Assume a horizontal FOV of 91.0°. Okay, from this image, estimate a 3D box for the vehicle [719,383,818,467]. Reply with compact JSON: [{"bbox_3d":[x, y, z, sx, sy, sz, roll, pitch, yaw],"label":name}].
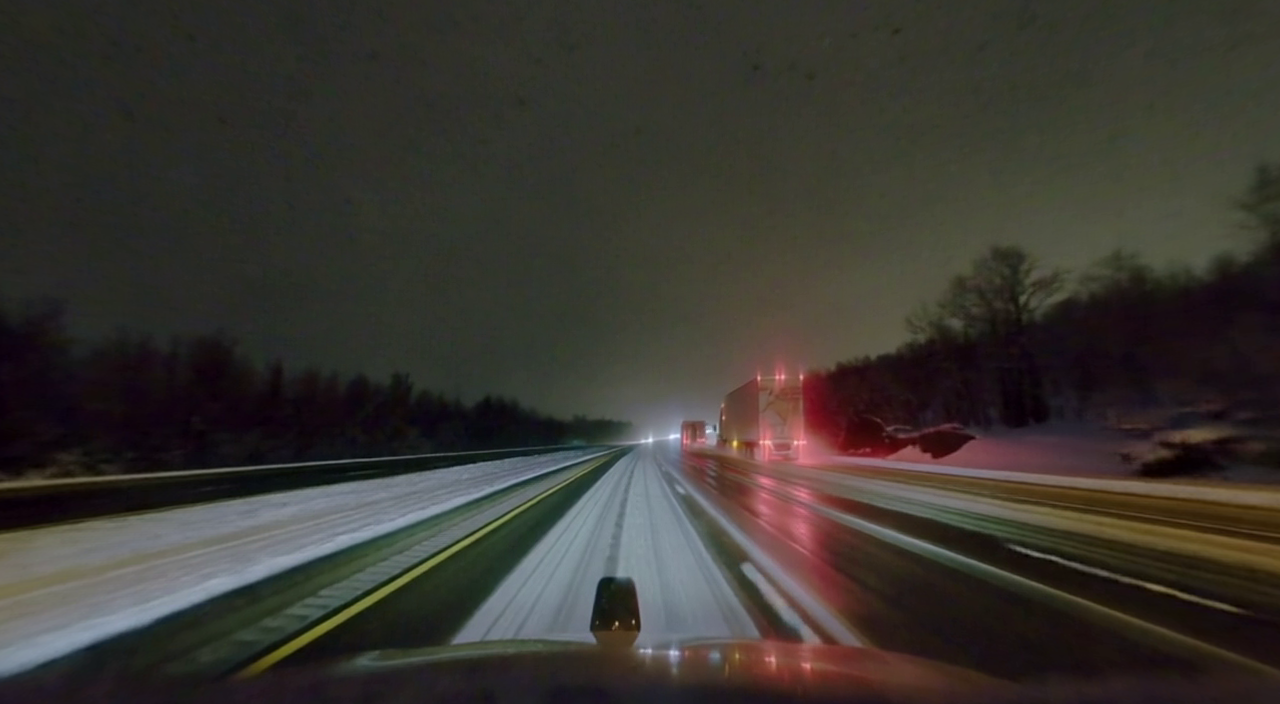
[{"bbox_3d":[7.168,4.540,37.806,2.885,4.075,13.981,0,-8,0],"label":"vehicle"}]
